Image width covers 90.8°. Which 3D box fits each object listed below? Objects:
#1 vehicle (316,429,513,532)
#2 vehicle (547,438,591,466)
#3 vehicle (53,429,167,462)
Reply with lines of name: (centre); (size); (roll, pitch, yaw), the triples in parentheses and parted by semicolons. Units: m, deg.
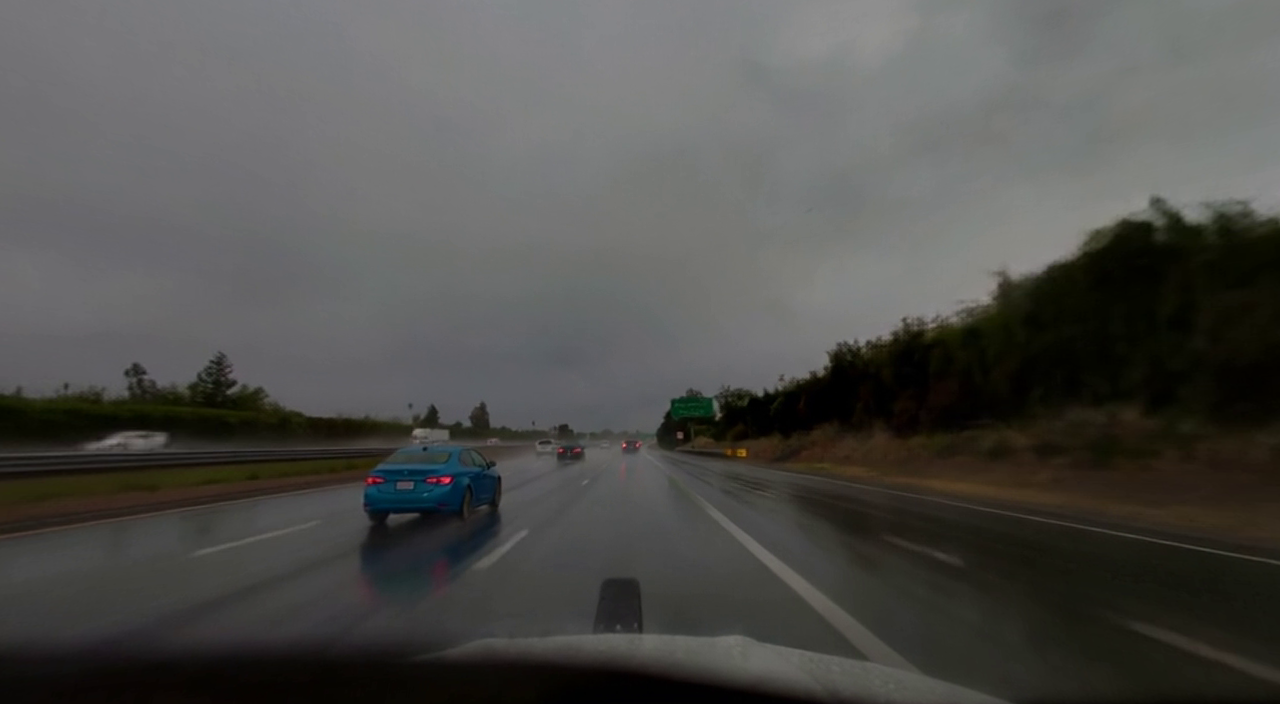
vehicle: (-3.804, 2.241, 11.668); (2.025, 1.506, 4.429); (0, -8, 0)
vehicle: (-4.080, 5.817, 36.921); (2.068, 1.501, 4.395); (0, -8, -1)
vehicle: (-32.570, 5.788, 39.121); (2.192, 1.923, 5.611); (0, -8, 0)
